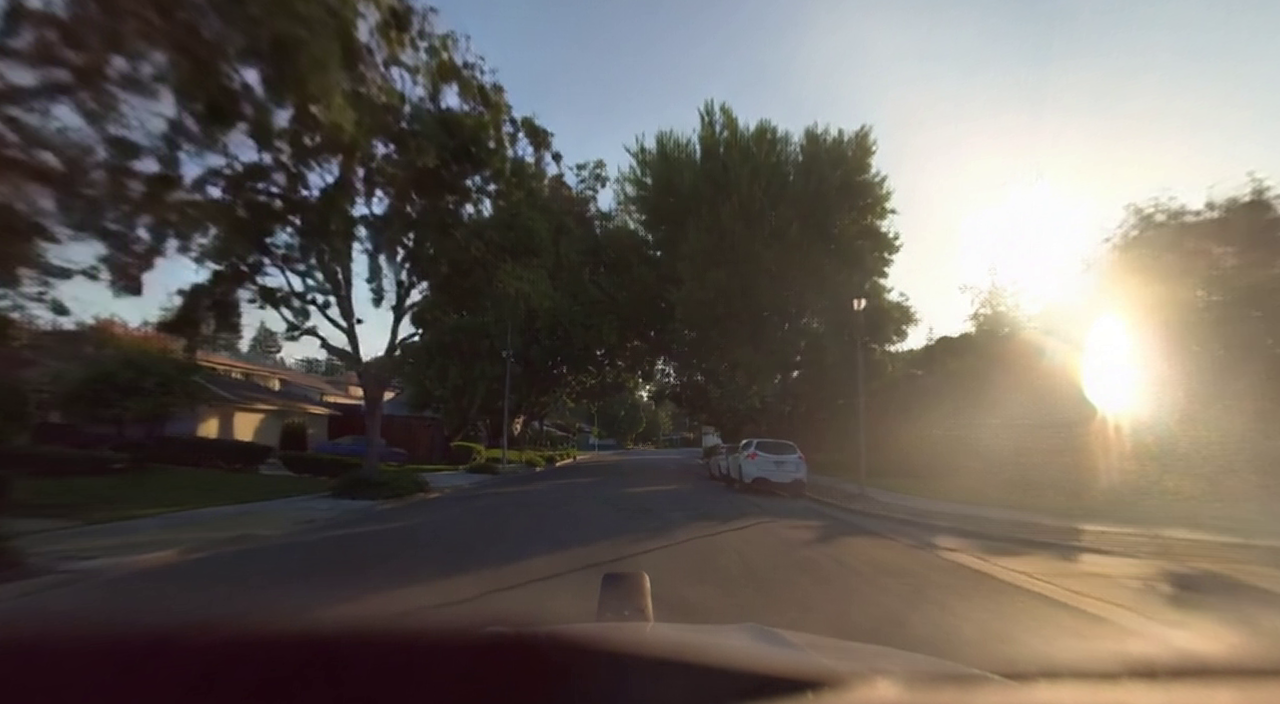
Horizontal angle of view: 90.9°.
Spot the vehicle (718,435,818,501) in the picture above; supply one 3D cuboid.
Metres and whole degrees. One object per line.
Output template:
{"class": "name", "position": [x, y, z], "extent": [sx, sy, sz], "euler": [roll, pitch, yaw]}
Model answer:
{"class": "vehicle", "position": [3.753, 3.464, 19.364], "extent": [2.046, 1.760, 4.570], "euler": [0, -8, -1]}

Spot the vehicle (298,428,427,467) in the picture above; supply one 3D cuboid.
{"class": "vehicle", "position": [-12.592, 4.353, 28.767], "extent": [4.906, 1.564, 1.988], "euler": [1, -8, 6]}
